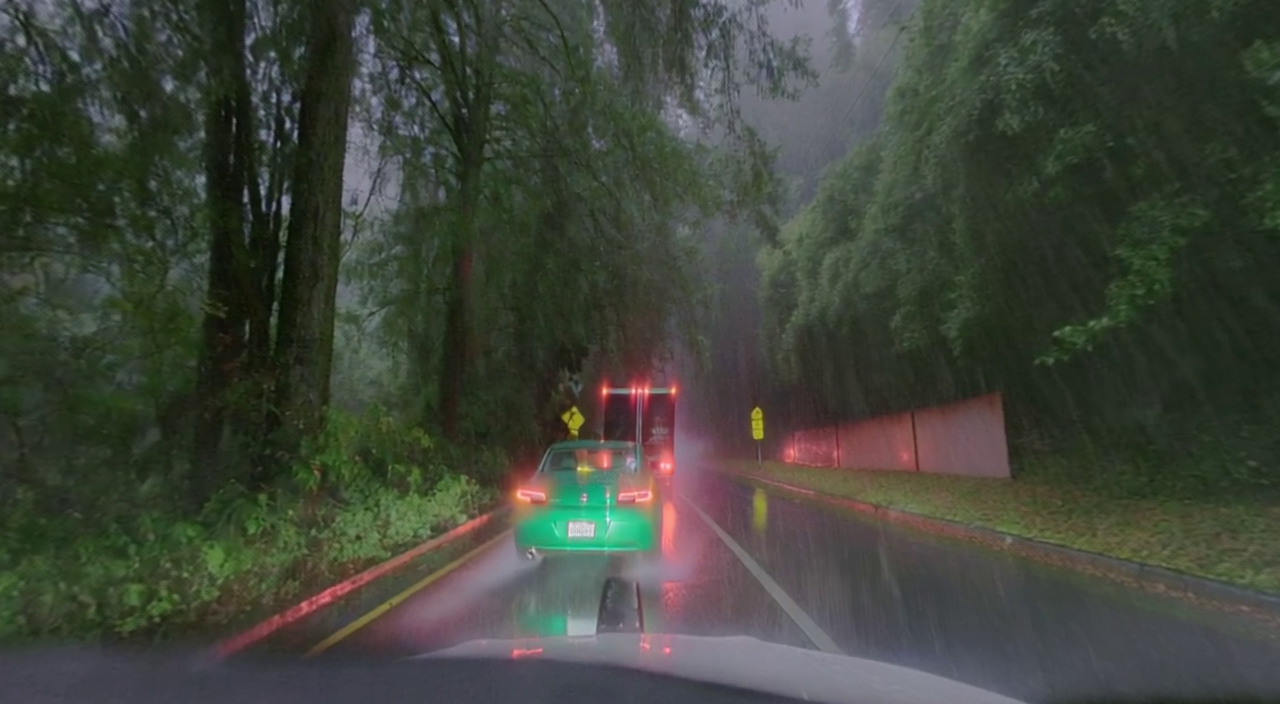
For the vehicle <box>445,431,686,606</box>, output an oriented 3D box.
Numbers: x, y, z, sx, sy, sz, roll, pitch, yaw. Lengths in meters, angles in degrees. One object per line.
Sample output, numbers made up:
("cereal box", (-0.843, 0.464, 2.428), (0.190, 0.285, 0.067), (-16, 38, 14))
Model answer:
("vehicle", (-0.632, 1.752, 7.551), (2.076, 1.490, 4.078), (0, -9, 0))
